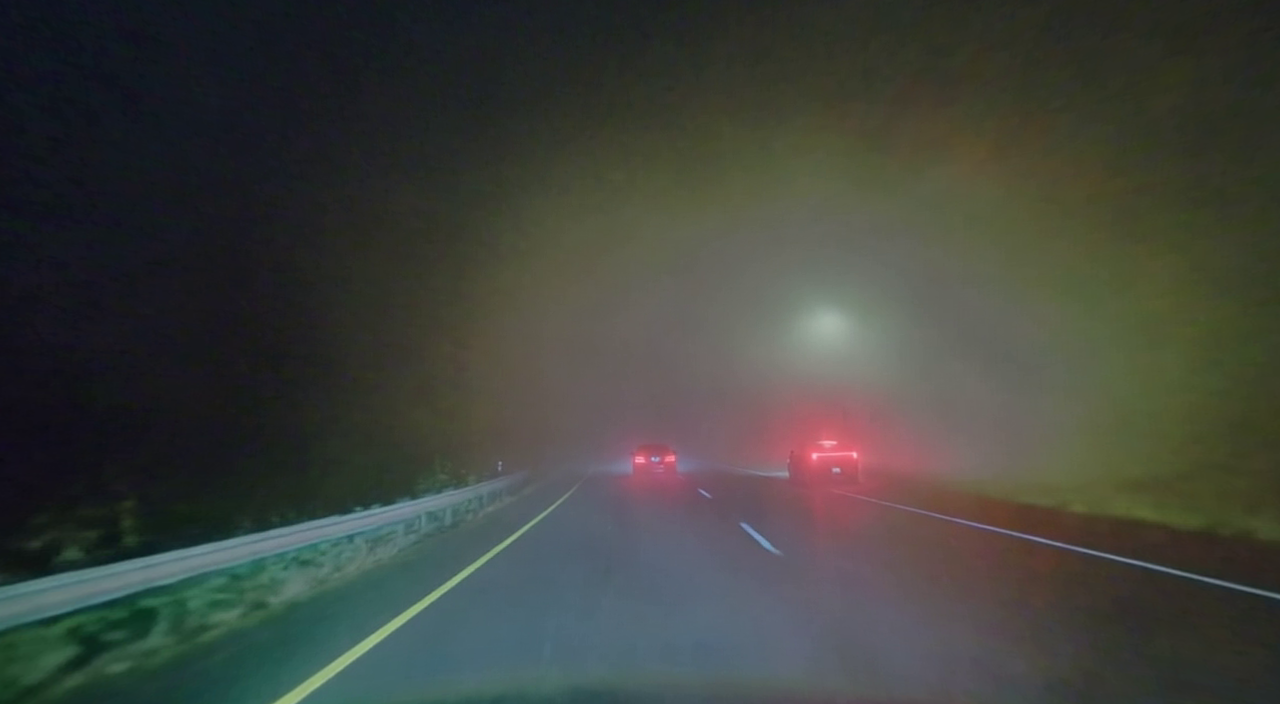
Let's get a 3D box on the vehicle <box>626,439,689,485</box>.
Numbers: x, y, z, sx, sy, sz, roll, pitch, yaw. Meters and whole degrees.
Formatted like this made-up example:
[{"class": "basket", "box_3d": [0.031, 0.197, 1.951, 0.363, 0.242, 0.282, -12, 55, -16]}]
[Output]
[{"class": "vehicle", "box_3d": [0.533, 3.962, 23.032, 2.029, 1.474, 4.183, 0, -9, -2]}]
